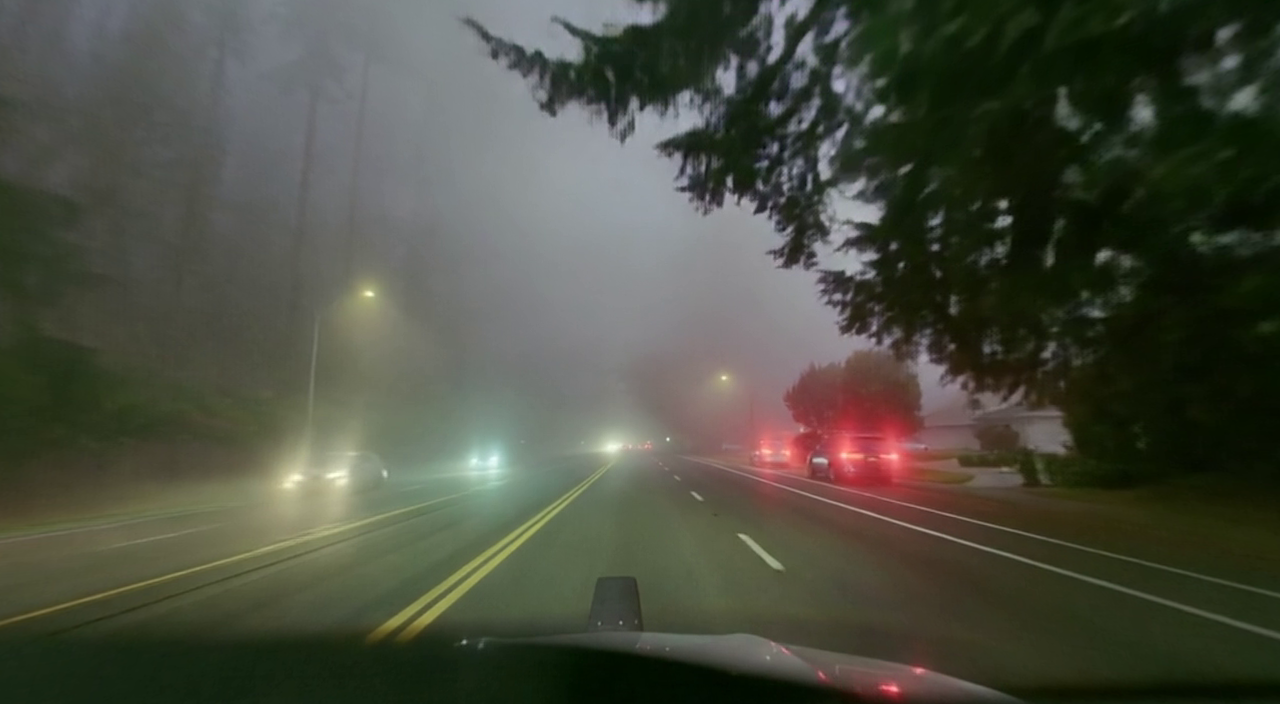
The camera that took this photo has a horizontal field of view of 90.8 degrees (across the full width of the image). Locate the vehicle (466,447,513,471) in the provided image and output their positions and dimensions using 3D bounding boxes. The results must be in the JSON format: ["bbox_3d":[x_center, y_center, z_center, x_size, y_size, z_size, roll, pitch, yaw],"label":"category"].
[{"bbox_3d":[-9.742,6.929,41.335,1.910,1.452,4.447,0,-8,1],"label":"vehicle"}]

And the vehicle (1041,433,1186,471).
[{"bbox_3d":[19.549,4.120,26.298,4.336,1.480,1.926,-2,-8,16],"label":"vehicle"}]

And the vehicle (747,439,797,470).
[{"bbox_3d":[7.431,5.818,35.932,1.965,1.623,4.096,0,-8,1],"label":"vehicle"}]

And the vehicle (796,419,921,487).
[{"bbox_3d":[7.480,3.542,22.444,2.278,2.079,5.861,0,-8,0],"label":"vehicle"}]

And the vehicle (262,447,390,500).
[{"bbox_3d":[-10.000,3.865,20.582,1.958,1.524,4.314,0,-8,0],"label":"vehicle"}]
